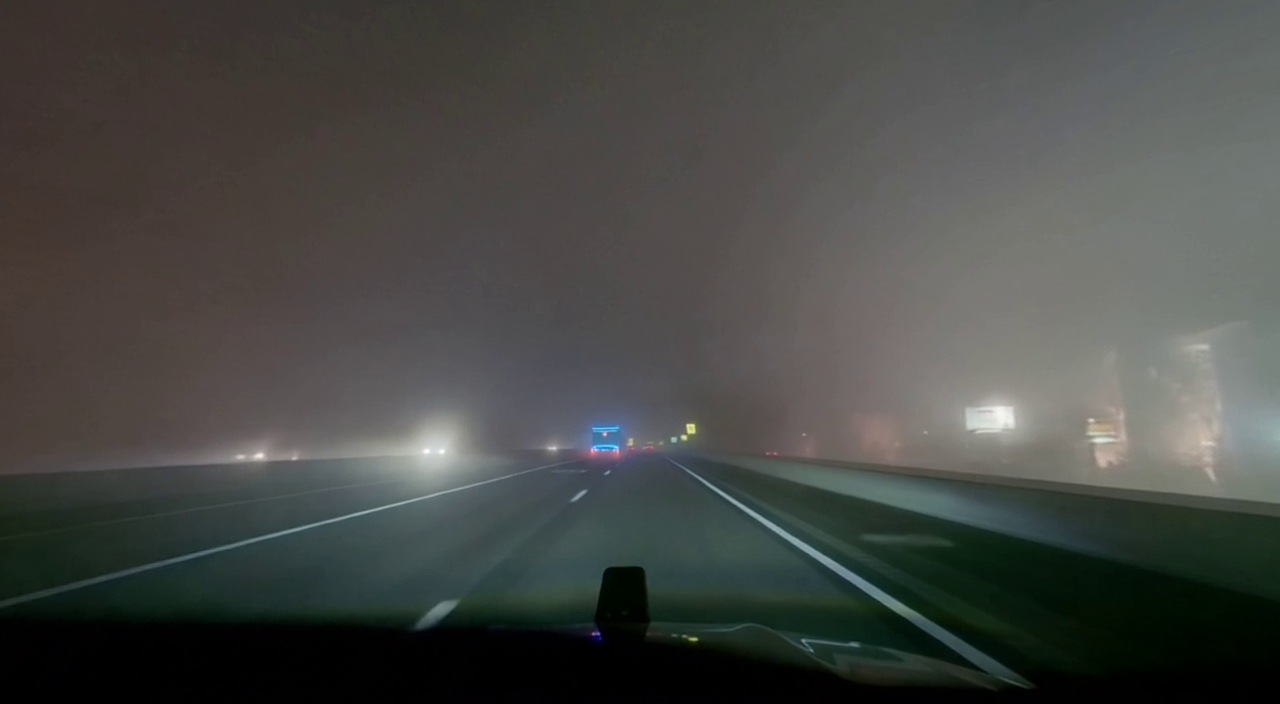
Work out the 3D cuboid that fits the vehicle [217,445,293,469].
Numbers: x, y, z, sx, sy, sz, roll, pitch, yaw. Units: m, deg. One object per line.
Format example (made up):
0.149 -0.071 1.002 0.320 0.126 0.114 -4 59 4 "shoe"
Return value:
-26.071 7.092 42.904 1.866 1.493 5.057 0 -8 1 "vehicle"
